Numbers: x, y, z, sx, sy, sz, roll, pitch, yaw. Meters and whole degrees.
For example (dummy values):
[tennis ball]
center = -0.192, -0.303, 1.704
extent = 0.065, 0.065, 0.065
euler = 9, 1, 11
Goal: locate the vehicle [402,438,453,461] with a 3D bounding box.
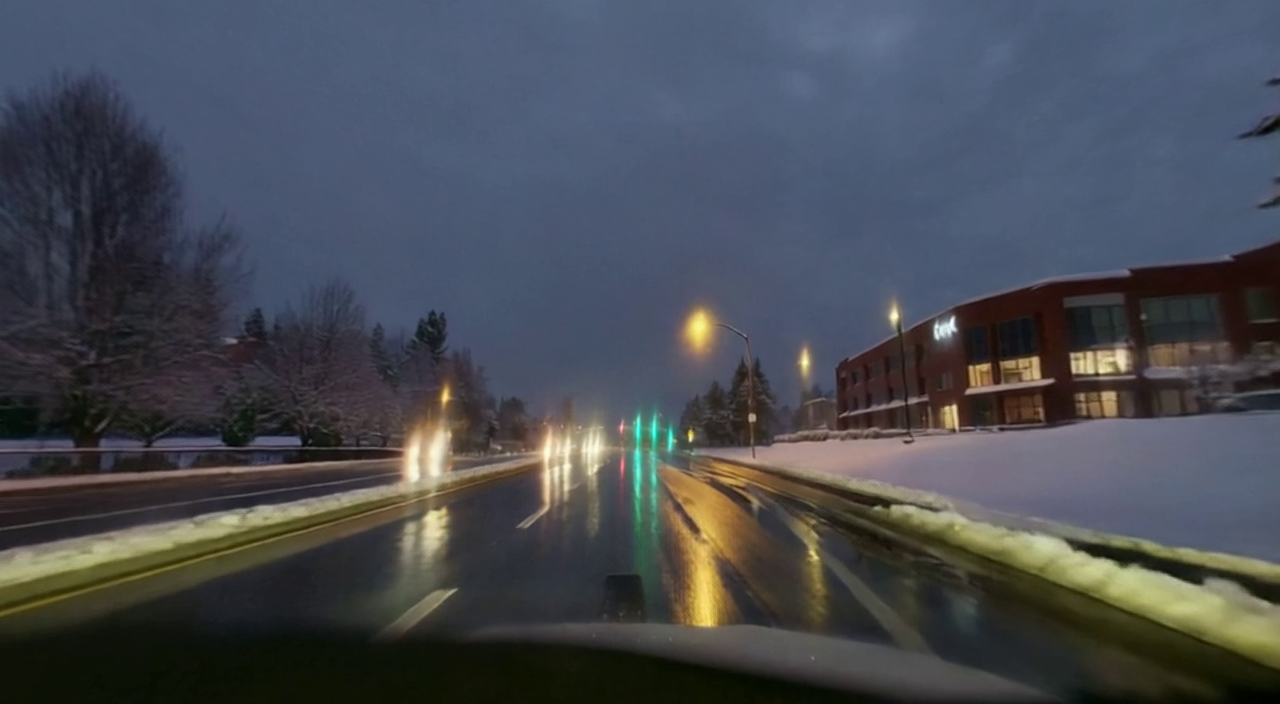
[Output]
[vehicle]
center = -15.926, 7.330, 47.616
extent = 2.131, 1.679, 4.554
euler = -1, -8, 2
